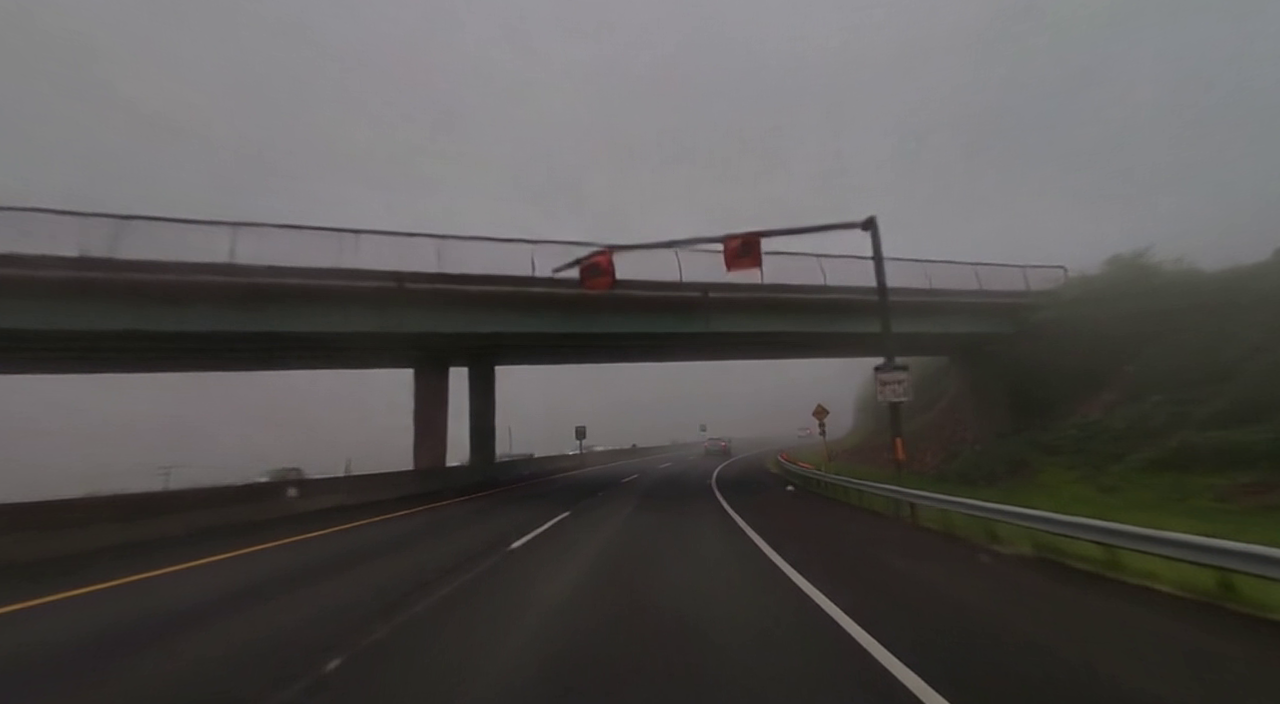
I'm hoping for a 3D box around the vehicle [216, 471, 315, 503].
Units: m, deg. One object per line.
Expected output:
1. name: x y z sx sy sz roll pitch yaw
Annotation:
1. vehicle: -21.075 7.558 35.526 4.374 1.541 1.860 8 -12 -41
